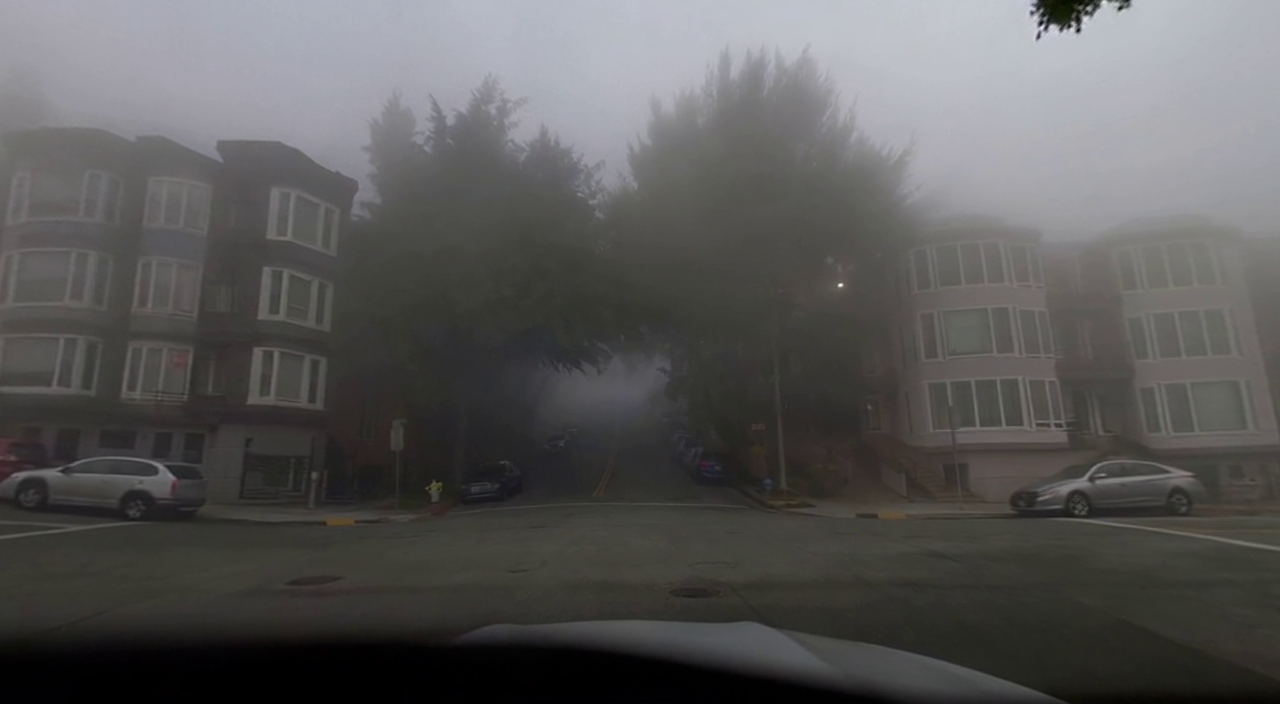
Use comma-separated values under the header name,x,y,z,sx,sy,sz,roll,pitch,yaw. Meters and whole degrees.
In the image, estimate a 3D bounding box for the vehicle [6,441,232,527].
name,x,y,z,sx,sy,sz,roll,pitch,yaw
vehicle,-13.953,3.581,17.131,4.243,1.676,1.844,7,-13,1

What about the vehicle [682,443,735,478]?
name,x,y,z,sx,sy,sz,roll,pitch,yaw
vehicle,3.426,5.551,32.615,2.051,1.526,4.673,0,-7,-2

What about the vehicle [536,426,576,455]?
name,x,y,z,sx,sy,sz,roll,pitch,yaw
vehicle,-6.157,6.482,46.691,2.101,1.732,4.119,-3,-4,3

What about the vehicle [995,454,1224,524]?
name,x,y,z,sx,sy,sz,roll,pitch,yaw
vehicle,12.523,3.652,17.098,4.596,1.690,1.972,0,-8,-1

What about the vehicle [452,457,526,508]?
name,x,y,z,sx,sy,sz,roll,pitch,yaw
vehicle,-5.850,5.066,24.965,1.987,1.662,4.141,-2,-8,-1
